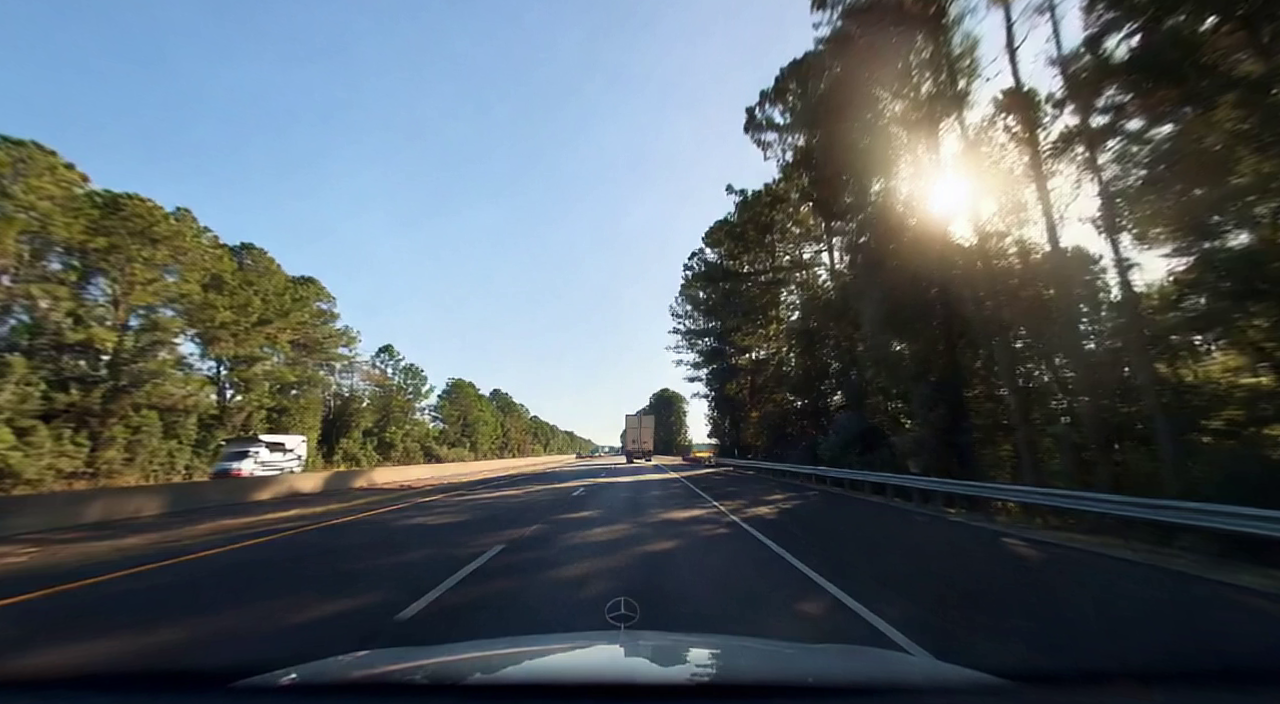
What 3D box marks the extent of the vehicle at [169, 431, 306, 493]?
[{"bbox_3d":[-17.322,4.753,27.626,2.383,2.411,5.354,0,-9,0],"label":"vehicle"}]
